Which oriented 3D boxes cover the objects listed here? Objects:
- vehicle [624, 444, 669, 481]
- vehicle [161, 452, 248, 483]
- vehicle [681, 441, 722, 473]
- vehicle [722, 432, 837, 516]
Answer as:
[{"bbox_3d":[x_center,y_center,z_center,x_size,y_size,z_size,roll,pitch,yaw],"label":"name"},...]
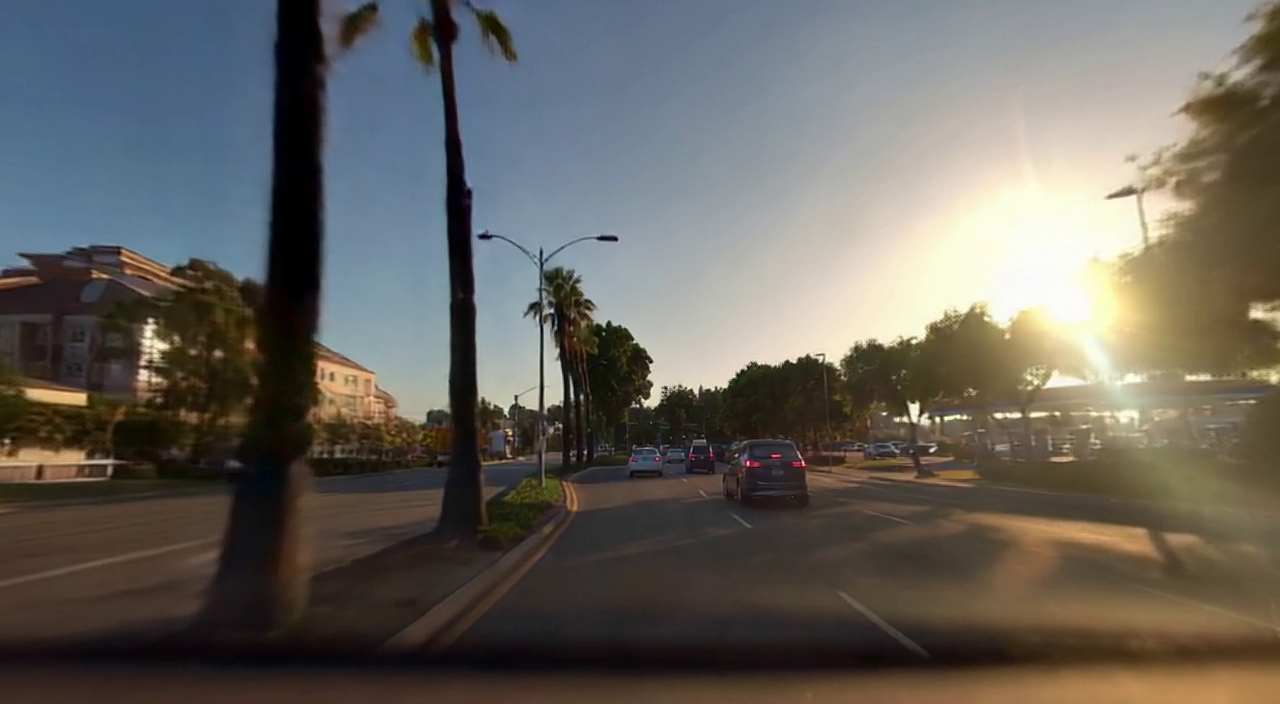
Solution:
[{"bbox_3d":[0.289,5.241,30.170,1.991,1.664,3.814,0,-9,0],"label":"vehicle"},{"bbox_3d":[-25.447,6.716,36.920,1.867,1.699,3.782,-9,-12,43],"label":"vehicle"},{"bbox_3d":[3.932,6.803,41.079,2.154,1.975,4.634,0,-9,-1],"label":"vehicle"},{"bbox_3d":[3.231,2.907,15.473,1.872,1.752,3.896,0,-9,-1],"label":"vehicle"}]
